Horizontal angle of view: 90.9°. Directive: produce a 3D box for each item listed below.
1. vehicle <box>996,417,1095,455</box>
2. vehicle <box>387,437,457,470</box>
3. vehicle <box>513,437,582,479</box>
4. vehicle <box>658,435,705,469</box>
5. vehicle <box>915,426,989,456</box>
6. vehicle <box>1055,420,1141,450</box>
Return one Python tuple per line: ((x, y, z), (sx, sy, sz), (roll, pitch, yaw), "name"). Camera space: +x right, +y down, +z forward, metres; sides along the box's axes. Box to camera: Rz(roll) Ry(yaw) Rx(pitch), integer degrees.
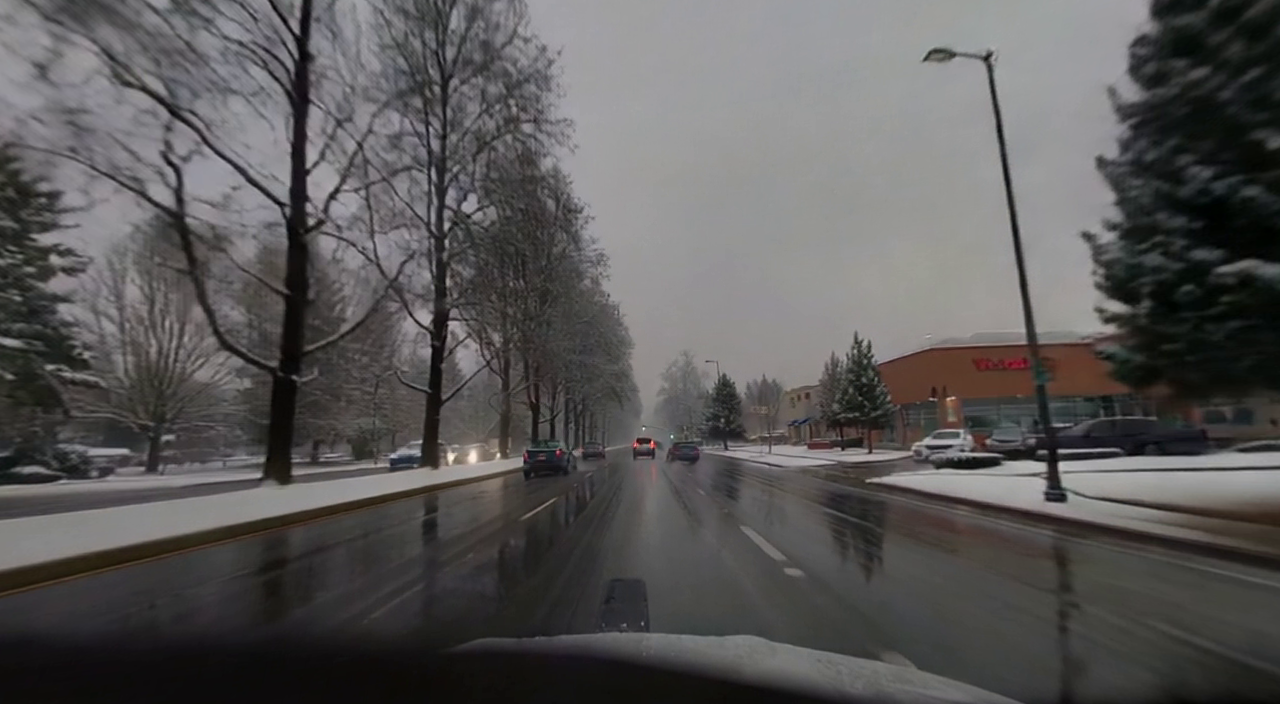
((20.930, 4.410, 32.816), (1.982, 1.794, 4.853), (0, -8, 1), "vehicle")
((-12.462, 5.850, 36.500), (2.047, 1.729, 5.470), (0, -8, 1), "vehicle")
((-3.535, 4.124, 24.921), (1.908, 1.481, 4.536), (0, -8, 2), "vehicle")
((1.961, 4.863, 30.812), (1.922, 1.579, 3.642), (0, -8, -2), "vehicle")
((15.927, 4.575, 32.396), (1.823, 1.413, 3.884), (0, -8, 1), "vehicle")
((23.696, 4.351, 32.799), (1.783, 1.459, 3.816), (-1, -9, 4), "vehicle")
